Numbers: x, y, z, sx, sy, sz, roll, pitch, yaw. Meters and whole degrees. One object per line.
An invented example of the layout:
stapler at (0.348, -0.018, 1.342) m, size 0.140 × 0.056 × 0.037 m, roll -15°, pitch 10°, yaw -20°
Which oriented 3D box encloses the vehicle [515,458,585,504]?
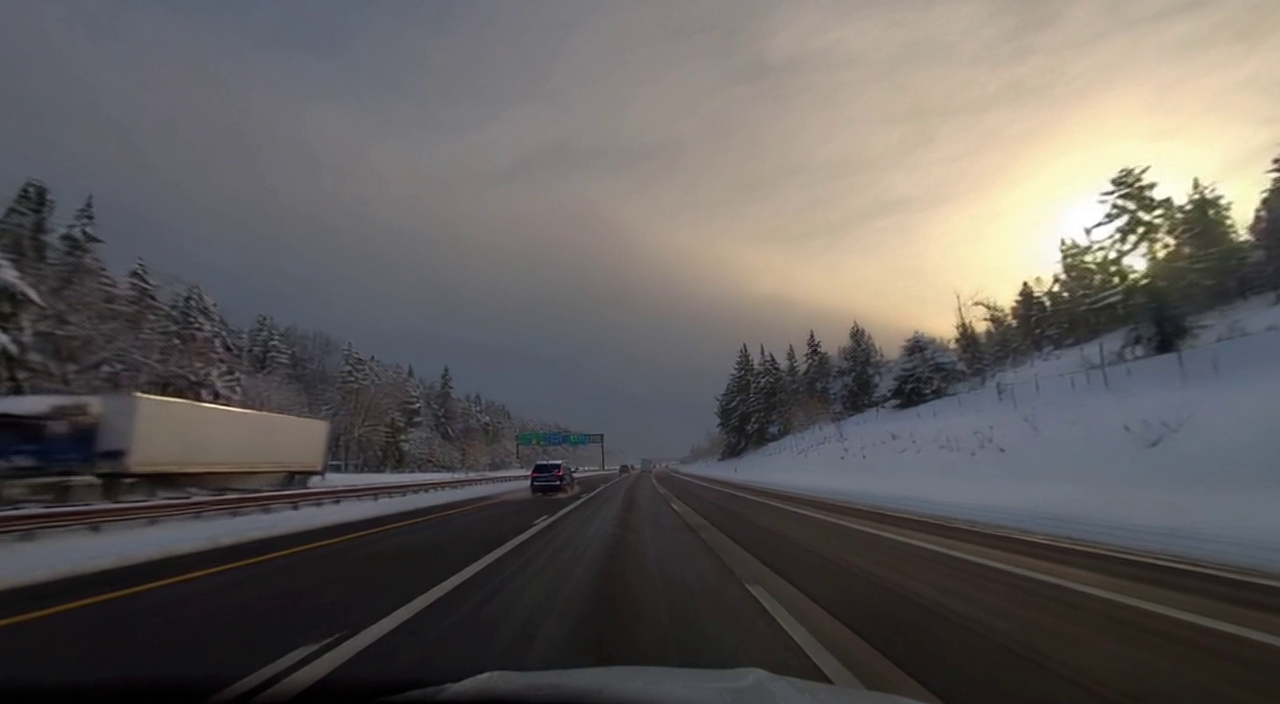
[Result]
vehicle at (-3.551, 5.225, 25.726) m, size 2.053 × 1.657 × 4.725 m, roll 1°, pitch -10°, yaw 1°

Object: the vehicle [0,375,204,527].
vehicle at (-17.347, 2.932, 18.313) m, size 2.944 × 3.713 × 8.529 m, roll 1°, pitch -11°, yaw 1°
